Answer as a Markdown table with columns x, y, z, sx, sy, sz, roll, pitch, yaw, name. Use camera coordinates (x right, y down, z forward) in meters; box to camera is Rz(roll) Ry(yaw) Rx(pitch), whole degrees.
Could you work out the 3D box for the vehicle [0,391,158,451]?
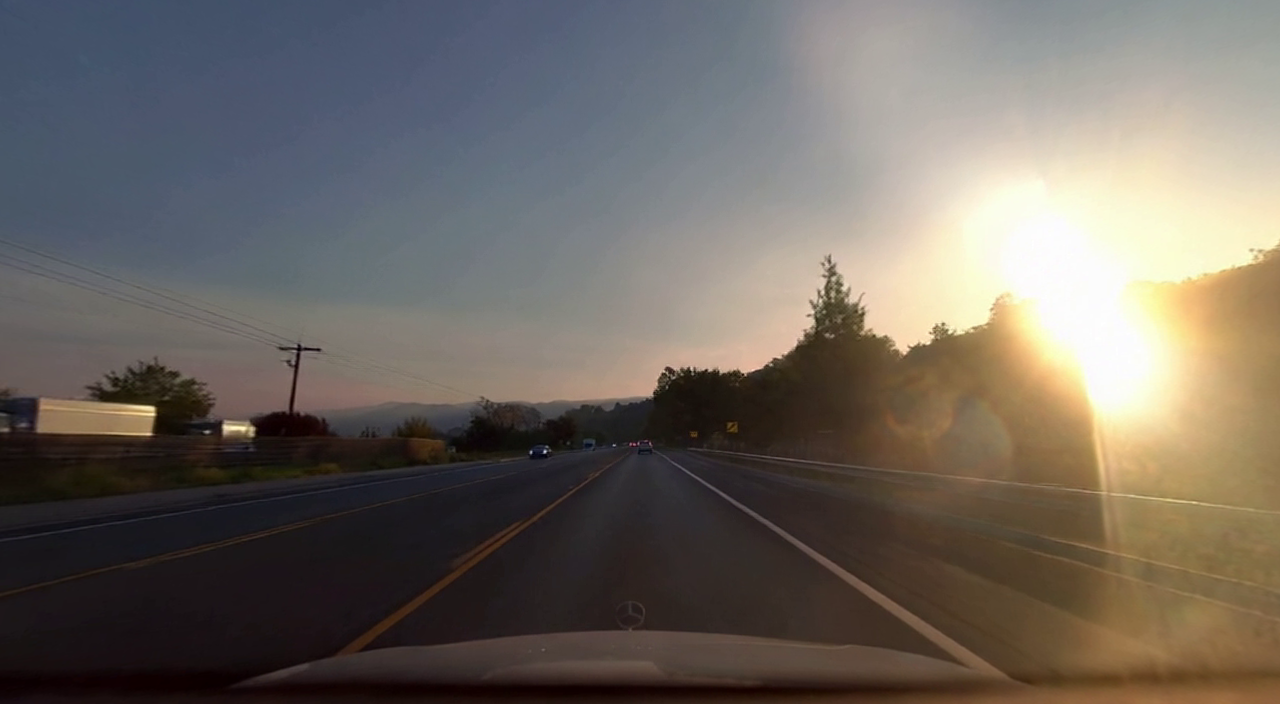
| x | y | z | sx | sy | sz | roll | pitch | yaw | name |
| --- | --- | --- | --- | --- | --- | --- | --- | --- | --- |
| -44.825 | 5.543 | 48.807 | 2.926 | 4.043 | 14.813 | 0 | -8 | 1 | vehicle |
